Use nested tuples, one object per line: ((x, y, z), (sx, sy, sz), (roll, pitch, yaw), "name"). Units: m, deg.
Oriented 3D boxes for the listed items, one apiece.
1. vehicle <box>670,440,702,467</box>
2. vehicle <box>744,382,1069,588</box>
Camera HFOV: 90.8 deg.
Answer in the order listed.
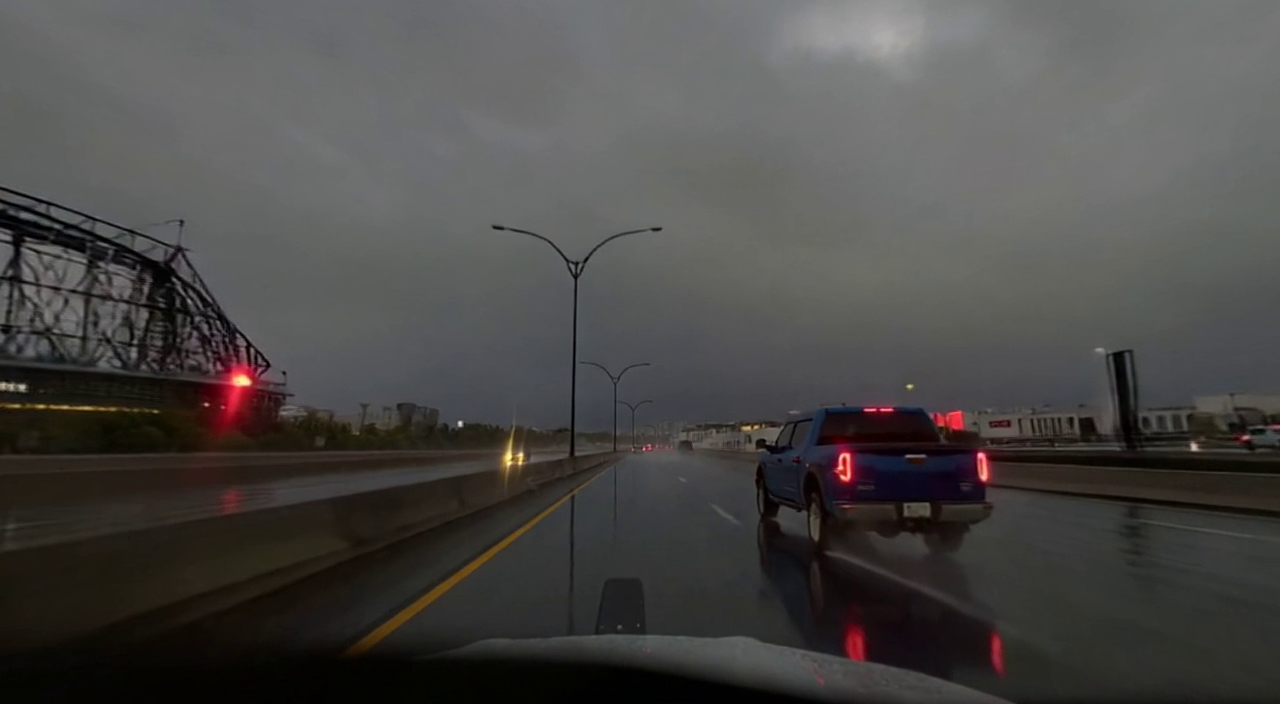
((3.243, 7.295, 45.519), (1.973, 1.774, 4.092), (0, -9, -1), "vehicle")
((3.018, 1.660, 8.720), (2.199, 2.002, 4.970), (0, -9, -1), "vehicle")
